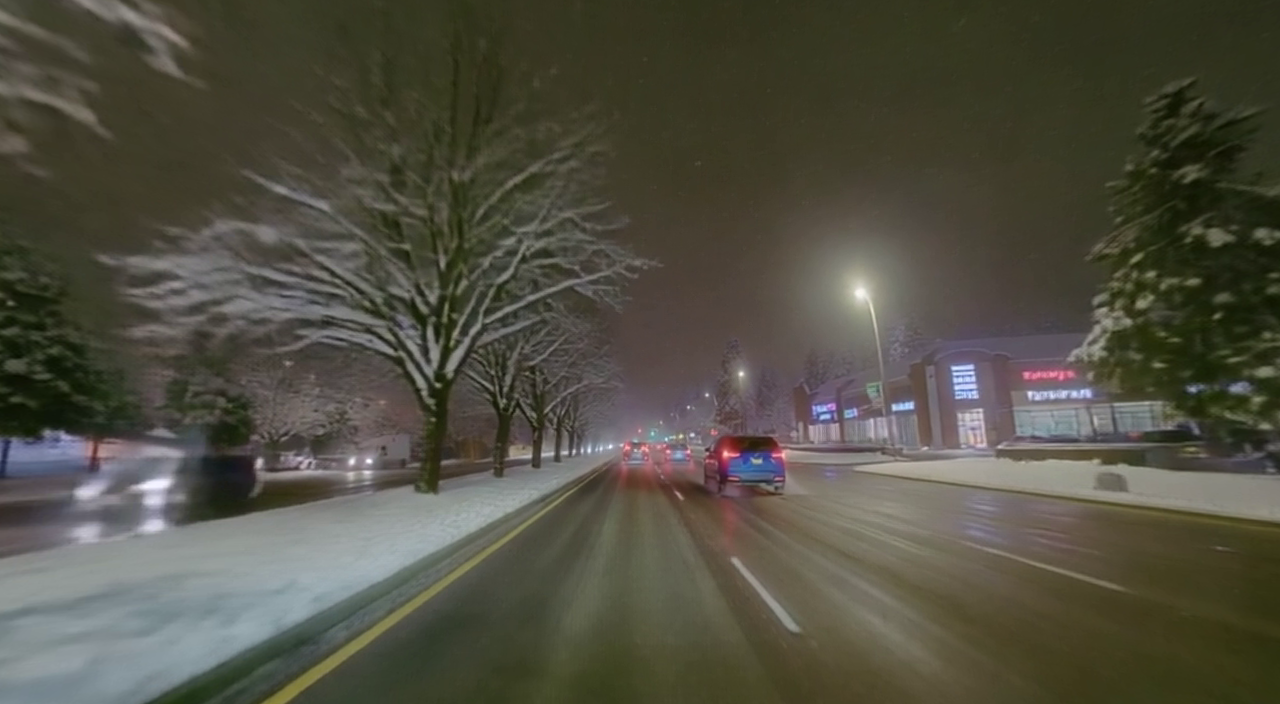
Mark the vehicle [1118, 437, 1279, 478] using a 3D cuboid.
[{"bbox_3d":[20.547,3.836,23.121,4.451,1.400,2.108,0,-8,-2],"label":"vehicle"}]

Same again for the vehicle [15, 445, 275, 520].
[{"bbox_3d":[-11.573,3.038,15.507,1.971,1.481,5.500,0,-8,0],"label":"vehicle"}]

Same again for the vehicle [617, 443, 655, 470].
[{"bbox_3d":[-0.279,5.984,36.242,2.056,1.440,3.798,0,-8,-1],"label":"vehicle"}]

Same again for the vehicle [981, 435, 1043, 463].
[{"bbox_3d":[25.089,6.568,42.823,1.788,1.741,4.278,-1,-8,4],"label":"vehicle"}]

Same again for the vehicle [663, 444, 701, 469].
[{"bbox_3d":[2.569,6.440,39.149,1.970,1.402,3.756,0,-8,-2],"label":"vehicle"}]

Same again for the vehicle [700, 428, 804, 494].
[{"bbox_3d":[3.332,3.366,19.874,2.140,1.811,4.593,0,-8,-4],"label":"vehicle"}]
